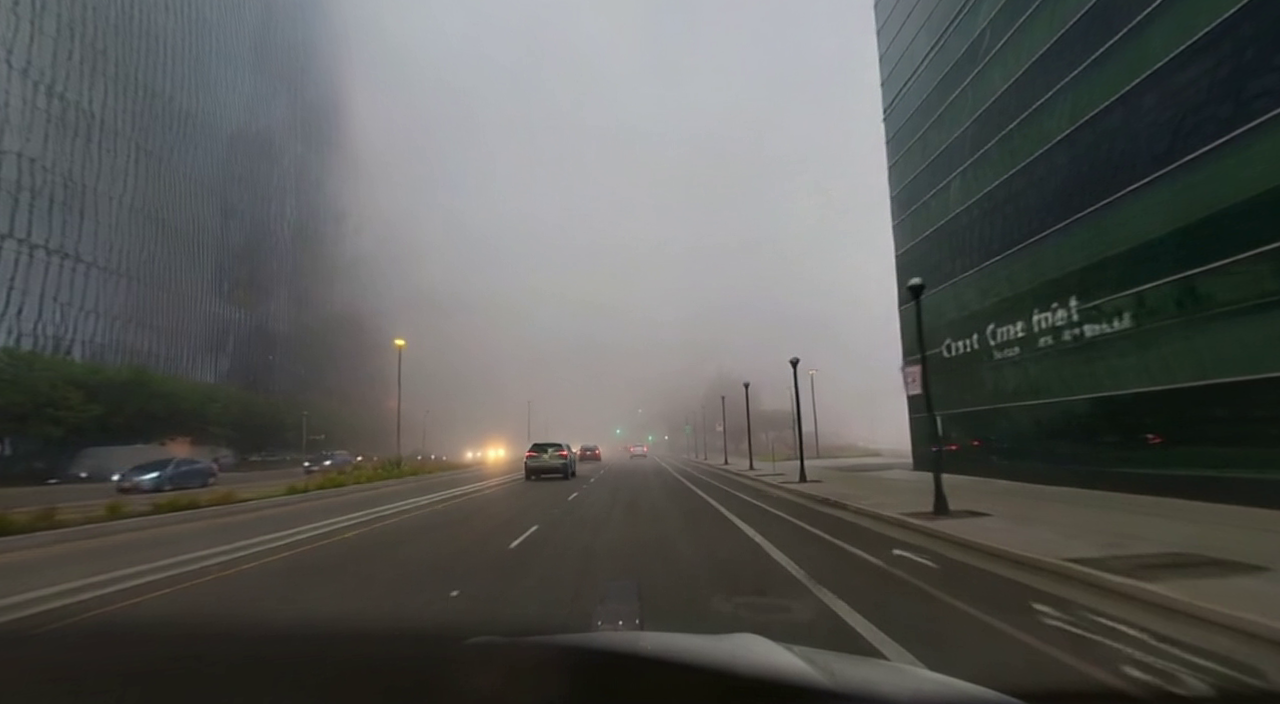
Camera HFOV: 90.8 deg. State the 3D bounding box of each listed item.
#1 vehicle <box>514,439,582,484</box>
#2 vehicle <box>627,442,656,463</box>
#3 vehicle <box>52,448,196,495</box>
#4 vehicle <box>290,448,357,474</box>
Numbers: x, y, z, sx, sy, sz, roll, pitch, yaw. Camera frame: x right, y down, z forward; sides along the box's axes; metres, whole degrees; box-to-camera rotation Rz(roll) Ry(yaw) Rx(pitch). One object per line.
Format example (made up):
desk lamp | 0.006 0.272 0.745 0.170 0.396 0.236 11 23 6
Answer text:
vehicle | -3.389 4.081 23.975 1.983 1.545 3.773 0 -8 0
vehicle | 0.107 7.529 47.391 2.102 1.482 4.125 0 -8 0
vehicle | -20.360 4.686 25.235 1.900 1.638 4.567 0 -8 -1
vehicle | -20.306 6.988 40.750 1.959 1.536 4.455 0 -8 0
